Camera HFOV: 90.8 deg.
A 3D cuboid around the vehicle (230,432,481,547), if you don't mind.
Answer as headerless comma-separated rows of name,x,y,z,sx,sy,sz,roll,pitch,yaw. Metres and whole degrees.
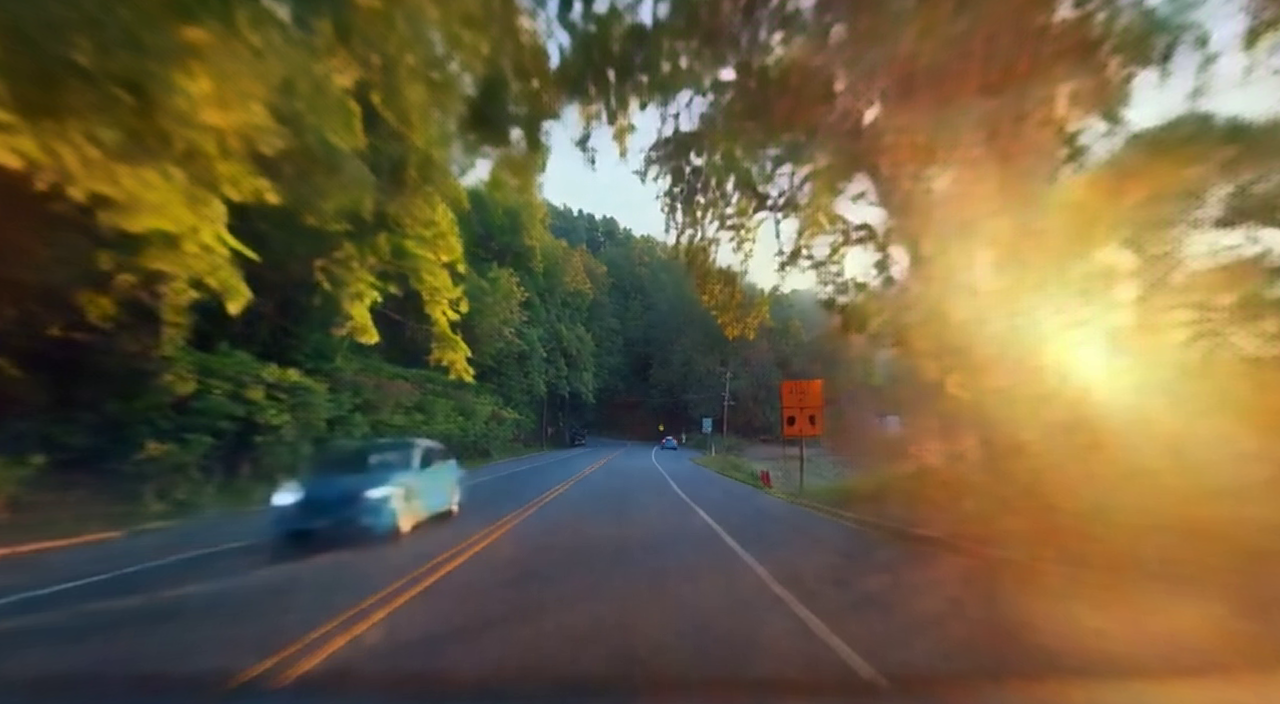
vehicle,-4.288,2.131,10.542,2.083,1.476,4.513,0,-9,0
